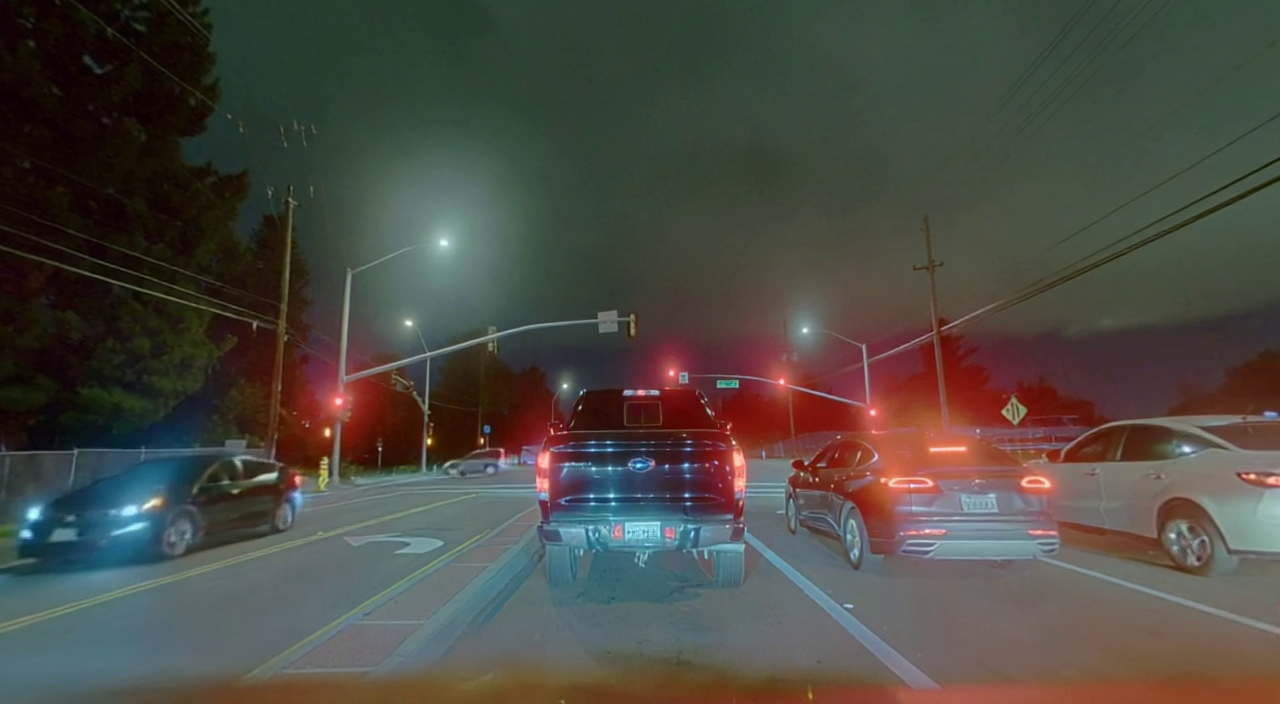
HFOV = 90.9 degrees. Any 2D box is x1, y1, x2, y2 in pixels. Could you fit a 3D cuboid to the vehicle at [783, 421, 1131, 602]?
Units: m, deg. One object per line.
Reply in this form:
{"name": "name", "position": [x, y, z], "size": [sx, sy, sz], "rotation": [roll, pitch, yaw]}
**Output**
{"name": "vehicle", "position": [3.118, 1.638, 7.371], "size": [1.993, 1.495, 4.060], "rotation": [0, -8, 1]}

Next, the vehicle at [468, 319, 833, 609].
{"name": "vehicle", "position": [0.117, 1.307, 8.094], "size": [2.831, 2.284, 6.149], "rotation": [0, -8, 1]}

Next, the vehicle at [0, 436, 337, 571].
{"name": "vehicle", "position": [-7.374, 2.276, 10.379], "size": [2.369, 1.690, 4.529], "rotation": [0, -8, 2]}

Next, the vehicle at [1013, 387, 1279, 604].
{"name": "vehicle", "position": [6.156, 1.363, 6.469], "size": [1.982, 1.727, 4.352], "rotation": [0, -8, 1]}
